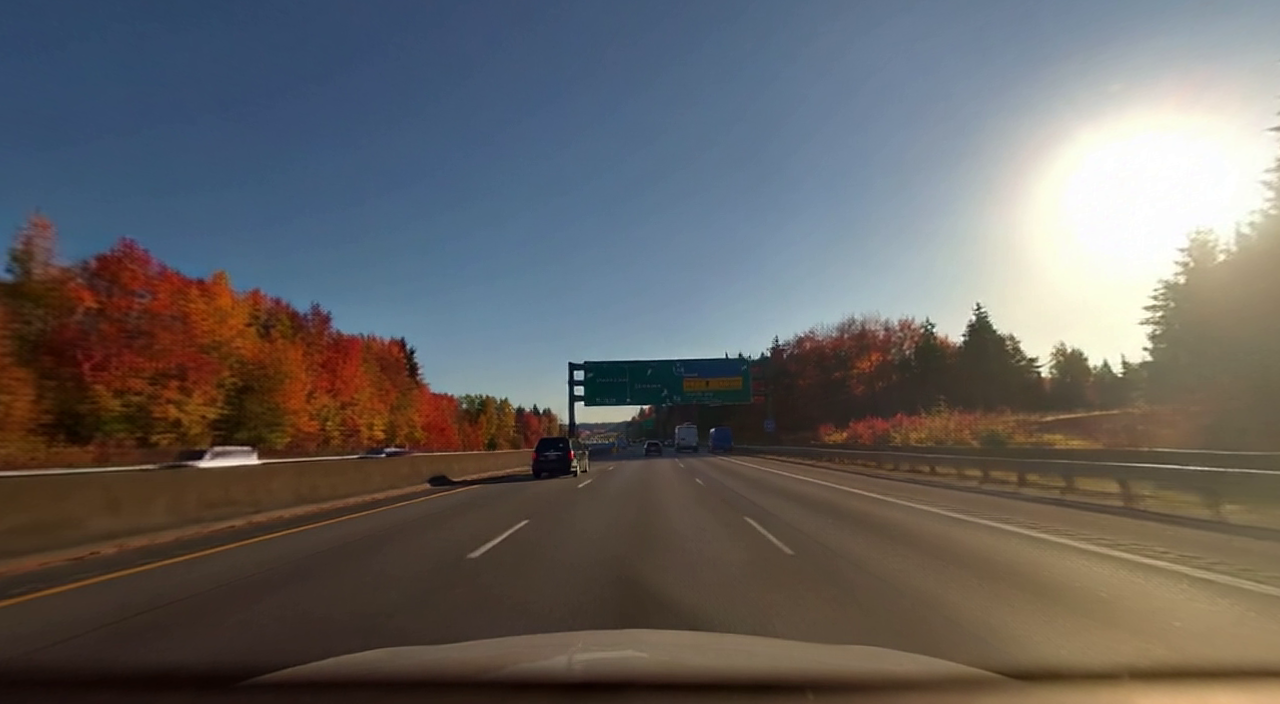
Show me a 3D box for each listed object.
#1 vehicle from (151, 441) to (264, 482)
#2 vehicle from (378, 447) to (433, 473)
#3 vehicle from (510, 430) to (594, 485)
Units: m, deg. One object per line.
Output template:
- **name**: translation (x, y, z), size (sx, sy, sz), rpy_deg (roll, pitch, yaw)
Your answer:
- **vehicle**: translation (-23.311, 5.894, 34.231), size (2.175, 2.021, 5.334), rpy_deg (-1, -8, 2)
- **vehicle**: translation (-15.325, 7.069, 41.403), size (1.870, 1.542, 4.271), rpy_deg (0, -8, 1)
- **vehicle**: translation (-2.964, 3.659, 22.187), size (2.177, 1.707, 4.432), rpy_deg (-1, -8, 2)
